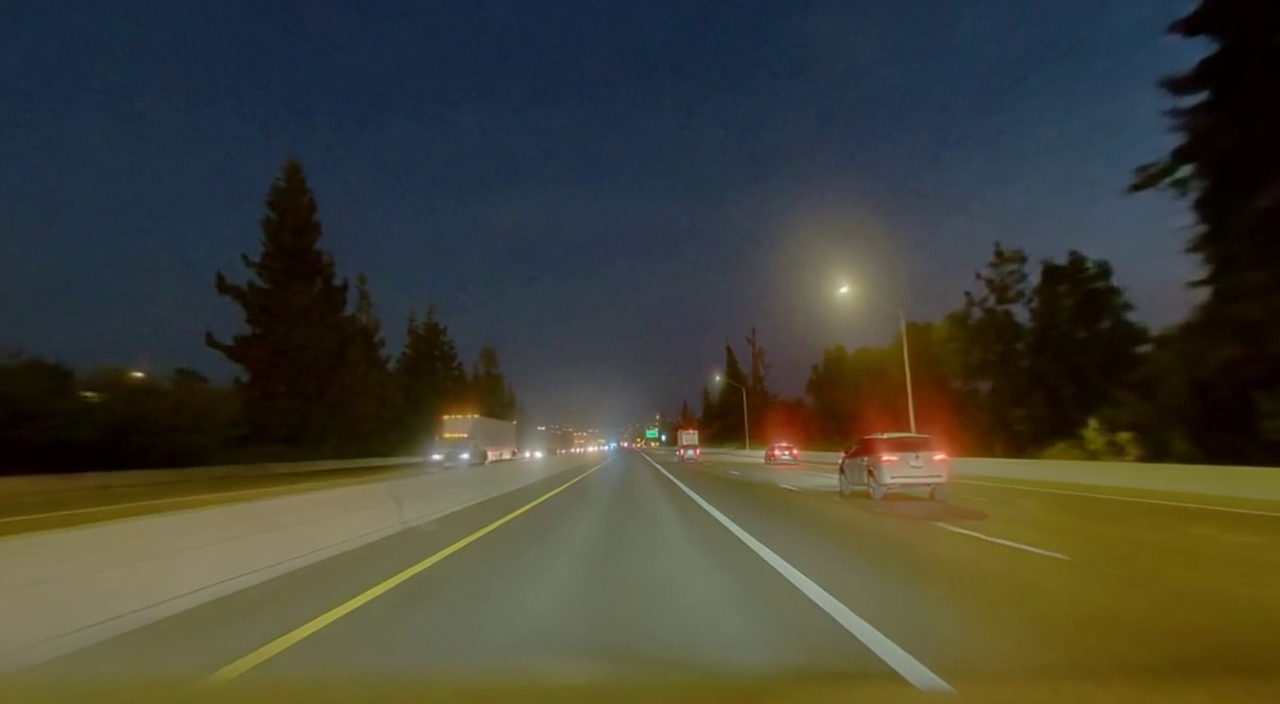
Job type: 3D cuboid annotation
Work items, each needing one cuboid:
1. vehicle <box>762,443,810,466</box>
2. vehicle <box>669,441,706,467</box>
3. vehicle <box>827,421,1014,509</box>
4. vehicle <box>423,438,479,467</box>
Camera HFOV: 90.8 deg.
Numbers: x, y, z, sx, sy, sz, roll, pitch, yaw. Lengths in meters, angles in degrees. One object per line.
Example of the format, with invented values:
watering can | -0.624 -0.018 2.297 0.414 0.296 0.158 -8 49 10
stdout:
vehicle | 10.264 7.257 44.906 1.987 1.502 5.130 0 -8 -2
vehicle | 3.075 6.755 41.984 2.018 1.600 4.121 0 -8 -2
vehicle | 6.785 2.807 16.230 2.244 1.858 5.414 0 -8 -1
vehicle | -11.649 6.250 39.322 2.029 1.681 4.607 0 -8 0
